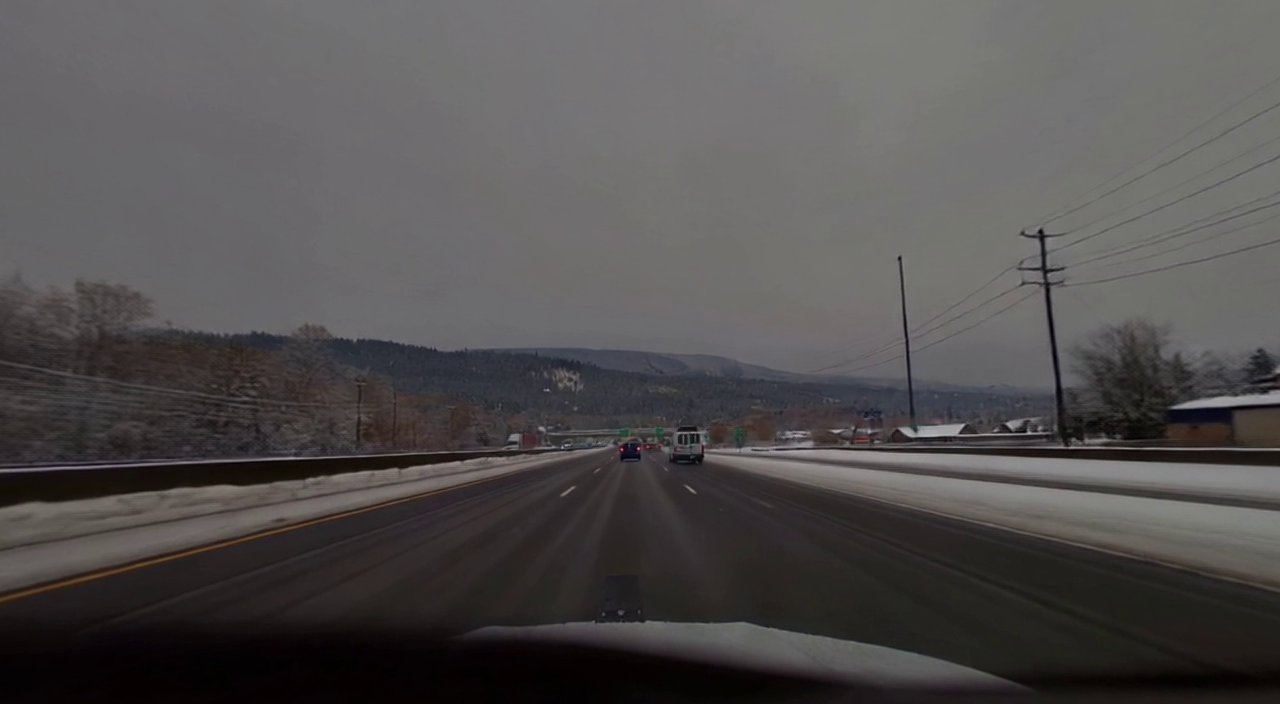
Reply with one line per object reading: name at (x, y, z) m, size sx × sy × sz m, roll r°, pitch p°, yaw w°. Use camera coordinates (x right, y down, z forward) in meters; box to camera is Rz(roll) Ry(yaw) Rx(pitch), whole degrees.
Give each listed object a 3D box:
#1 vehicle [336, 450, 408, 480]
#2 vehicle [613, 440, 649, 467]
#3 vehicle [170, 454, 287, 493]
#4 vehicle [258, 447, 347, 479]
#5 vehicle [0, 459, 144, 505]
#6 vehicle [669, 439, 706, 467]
vehicle at (-14.093, 5.968, 33.540) m, size 1.894 × 1.454 × 4.454 m, roll 0°, pitch -9°, yaw 0°
vehicle at (-0.594, 6.896, 42.890) m, size 2.325 × 1.712 × 4.592 m, roll 0°, pitch -9°, yaw -1°
vehicle at (-17.439, 5.121, 27.085) m, size 1.903 × 1.482 × 4.623 m, roll 0°, pitch -9°, yaw 0°
vehicle at (-21.617, 7.115, 40.880) m, size 2.345 × 1.875 × 6.106 m, roll 0°, pitch -9°, yaw 0°
vehicle at (-21.402, 4.810, 23.738) m, size 1.846 × 1.479 × 4.524 m, roll 0°, pitch -9°, yaw -1°
vehicle at (3.210, 6.931, 43.510) m, size 2.036 × 1.796 × 4.470 m, roll 0°, pitch -9°, yaw -2°
